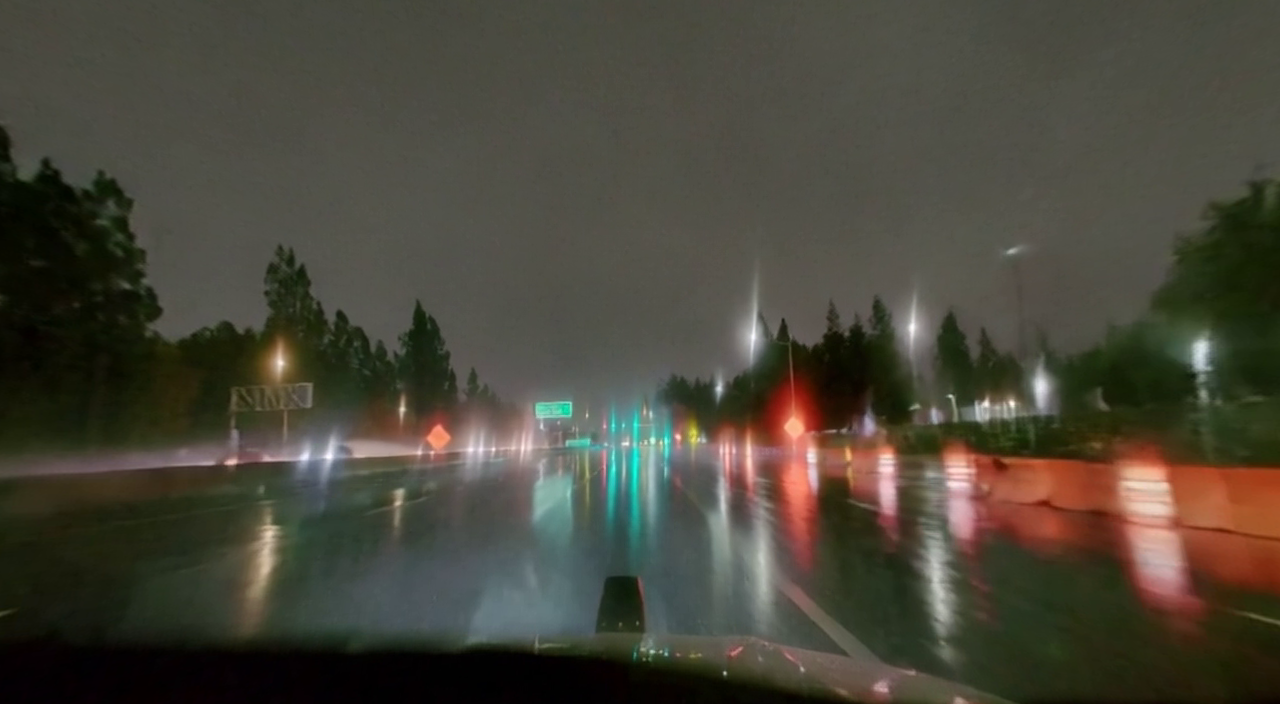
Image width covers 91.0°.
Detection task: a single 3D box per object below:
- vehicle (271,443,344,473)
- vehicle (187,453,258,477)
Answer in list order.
[{"bbox_3d":[-21.407,6.835,40.822,2.086,1.810,4.962,0,-9,-1],"label":"vehicle"},{"bbox_3d":[-29.700,8.027,44.960,1.876,1.533,4.662,0,-9,0],"label":"vehicle"}]
